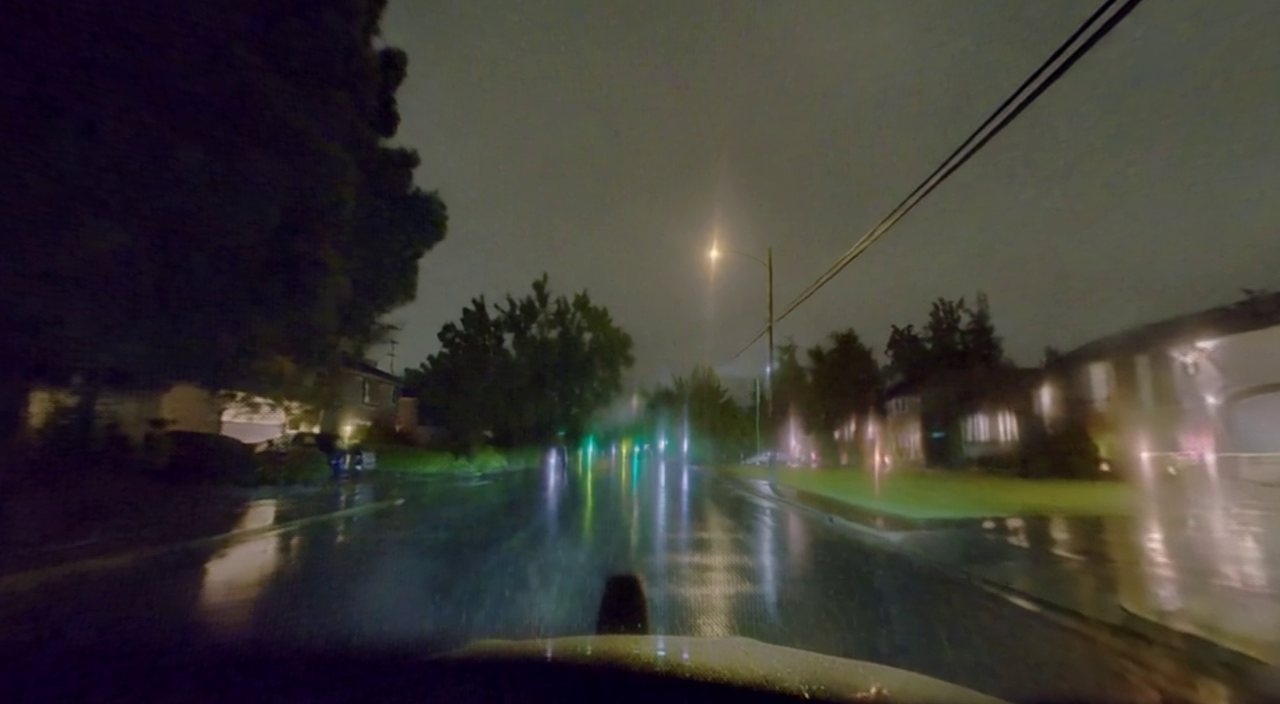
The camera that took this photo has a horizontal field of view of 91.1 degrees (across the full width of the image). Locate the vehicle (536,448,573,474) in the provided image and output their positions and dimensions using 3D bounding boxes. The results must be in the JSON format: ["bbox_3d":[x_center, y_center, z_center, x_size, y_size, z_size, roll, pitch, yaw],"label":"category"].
[{"bbox_3d":[-6.025,7.742,44.548,1.998,1.742,4.210,0,-9,1],"label":"vehicle"}]

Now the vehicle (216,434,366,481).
[{"bbox_3d":[-14.429,4.392,26.234,4.928,1.844,2.163,0,-9,-3],"label":"vehicle"}]

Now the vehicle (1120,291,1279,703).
[{"bbox_3d":[3.161,0.502,0.183,2.122,1.997,4.800,0,-9,-1],"label":"vehicle"}]
